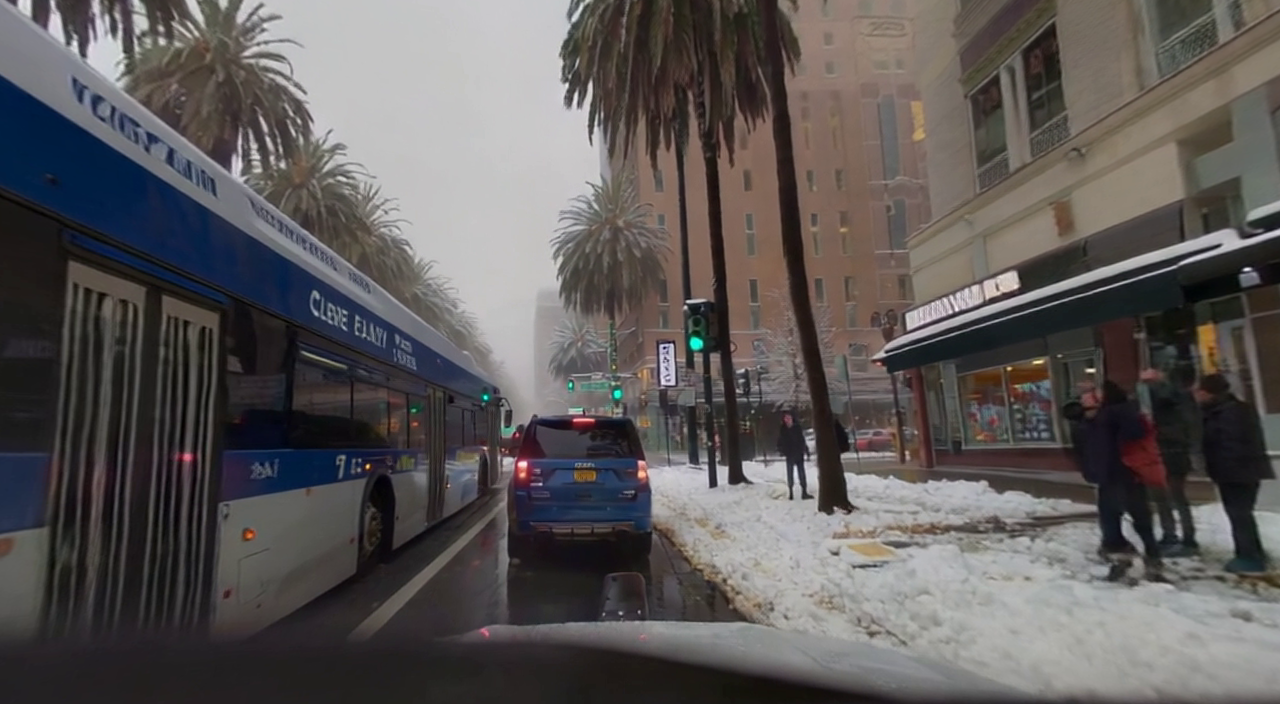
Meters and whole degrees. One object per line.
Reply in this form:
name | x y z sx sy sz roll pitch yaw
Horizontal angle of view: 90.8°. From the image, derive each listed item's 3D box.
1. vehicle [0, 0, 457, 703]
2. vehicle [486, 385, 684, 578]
vehicle | -3.864 0.293 4.021 2.863 3.233 11.573 1 -8 -5
vehicle | -0.882 1.614 8.577 2.002 1.907 4.211 2 -9 -9
